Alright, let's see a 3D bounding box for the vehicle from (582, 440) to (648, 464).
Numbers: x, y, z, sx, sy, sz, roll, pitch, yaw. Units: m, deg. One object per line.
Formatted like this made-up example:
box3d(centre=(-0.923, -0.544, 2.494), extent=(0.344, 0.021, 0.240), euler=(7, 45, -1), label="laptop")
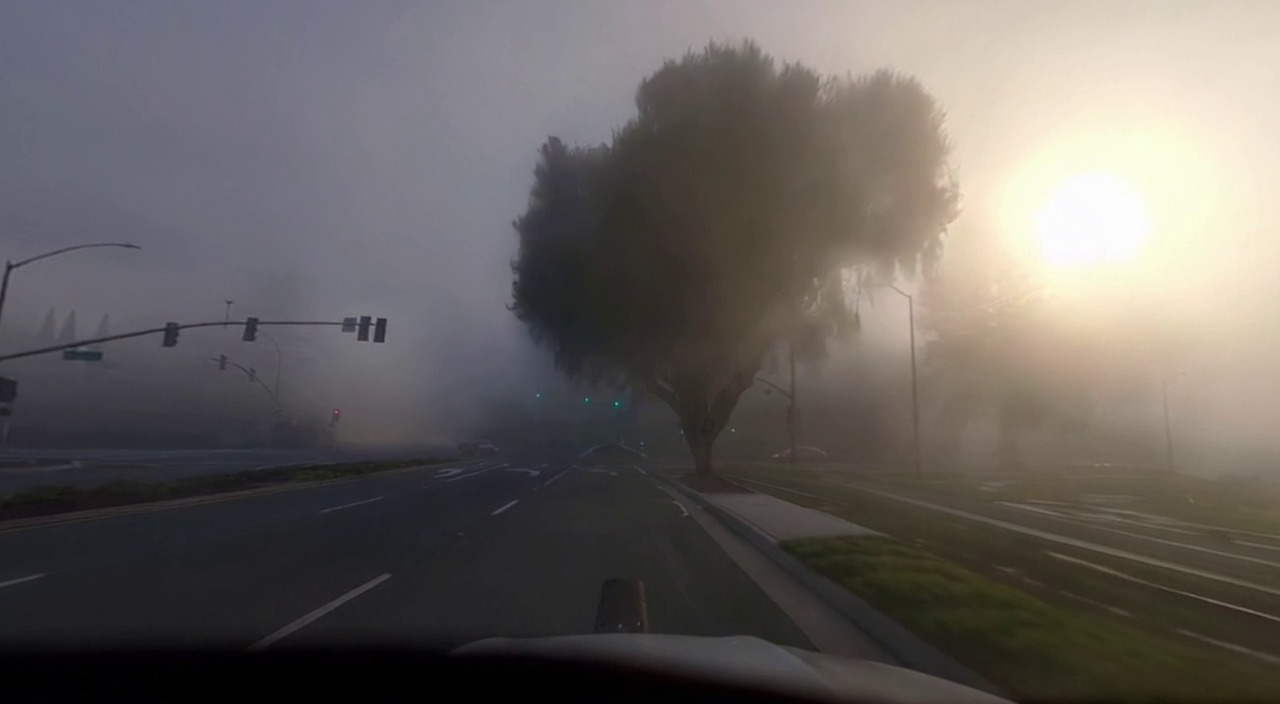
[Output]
box3d(centre=(-1.845, 7.287, 46.264), extent=(4.605, 1.665, 1.888), euler=(2, -9, -13), label="vehicle")
